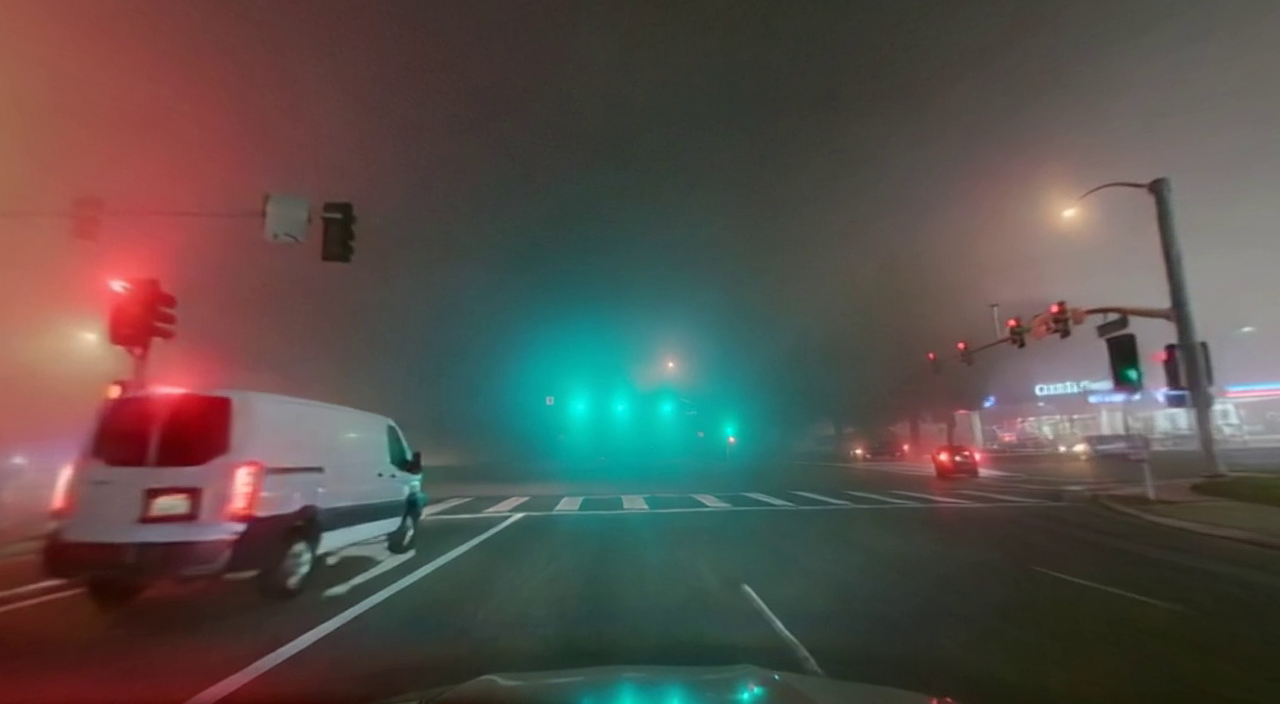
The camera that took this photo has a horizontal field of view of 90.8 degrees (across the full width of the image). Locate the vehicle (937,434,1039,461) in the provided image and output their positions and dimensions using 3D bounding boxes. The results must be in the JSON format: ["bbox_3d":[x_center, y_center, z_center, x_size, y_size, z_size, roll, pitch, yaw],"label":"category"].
[{"bbox_3d":[19.725,5.442,35.939,4.615,1.474,2.004,0,-8,0],"label":"vehicle"}]

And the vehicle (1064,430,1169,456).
[{"bbox_3d":[28.973,5.537,38.507,4.768,1.525,1.919,0,-8,0],"label":"vehicle"}]

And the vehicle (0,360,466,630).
[{"bbox_3d":[-3.851,1.437,7.383,2.206,2.007,5.190,0,-8,-1],"label":"vehicle"}]

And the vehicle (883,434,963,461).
[{"bbox_3d":[18.900,6.378,42.257,4.364,1.737,1.967,0,-8,-1],"label":"vehicle"}]
